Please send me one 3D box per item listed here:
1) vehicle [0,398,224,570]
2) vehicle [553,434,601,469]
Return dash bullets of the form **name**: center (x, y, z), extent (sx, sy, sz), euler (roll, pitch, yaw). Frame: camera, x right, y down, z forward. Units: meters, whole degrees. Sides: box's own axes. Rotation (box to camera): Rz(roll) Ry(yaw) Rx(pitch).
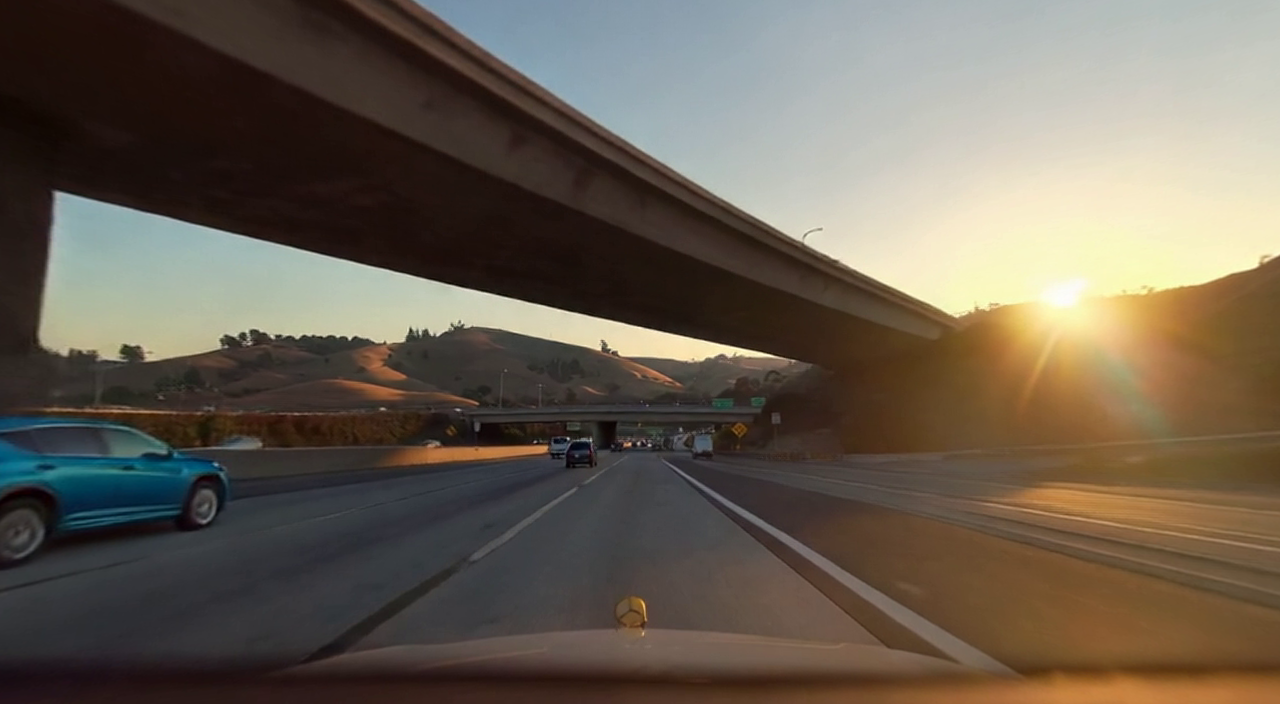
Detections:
- **vehicle**: center (-7.468, 1.460, 7.263), extent (2.092, 1.712, 4.627), euler (0, -8, 1)
- **vehicle**: center (-3.569, 5.781, 36.722), extent (2.144, 1.847, 4.850), euler (0, -8, 1)
